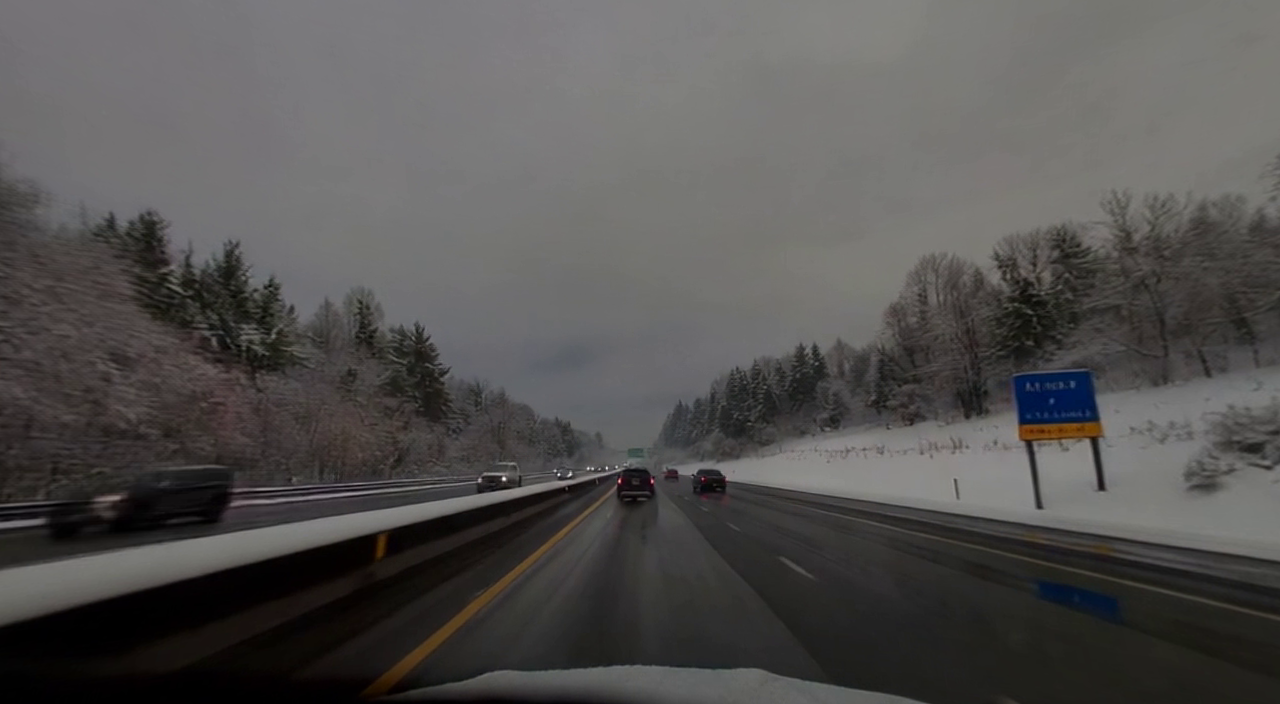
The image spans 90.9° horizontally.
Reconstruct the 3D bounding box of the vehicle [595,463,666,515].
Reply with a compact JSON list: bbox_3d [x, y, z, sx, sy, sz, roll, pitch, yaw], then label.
[{"bbox_3d":[-0.308,4.361,20.395,2.060,1.473,3.726,1,-10,-1],"label":"vehicle"}]

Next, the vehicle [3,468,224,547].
[{"bbox_3d":[-12.296,3.600,15.138,1.856,1.595,3.945,1,-10,-1],"label":"vehicle"}]

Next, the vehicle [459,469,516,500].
[{"bbox_3d":[-7.937,6.923,33.162,1.926,1.442,4.175,1,-10,1],"label":"vehicle"}]

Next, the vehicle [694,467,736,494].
[{"bbox_3d":[4.480,7.768,38.264,1.974,1.476,4.119,1,-10,-1],"label":"vehicle"}]
